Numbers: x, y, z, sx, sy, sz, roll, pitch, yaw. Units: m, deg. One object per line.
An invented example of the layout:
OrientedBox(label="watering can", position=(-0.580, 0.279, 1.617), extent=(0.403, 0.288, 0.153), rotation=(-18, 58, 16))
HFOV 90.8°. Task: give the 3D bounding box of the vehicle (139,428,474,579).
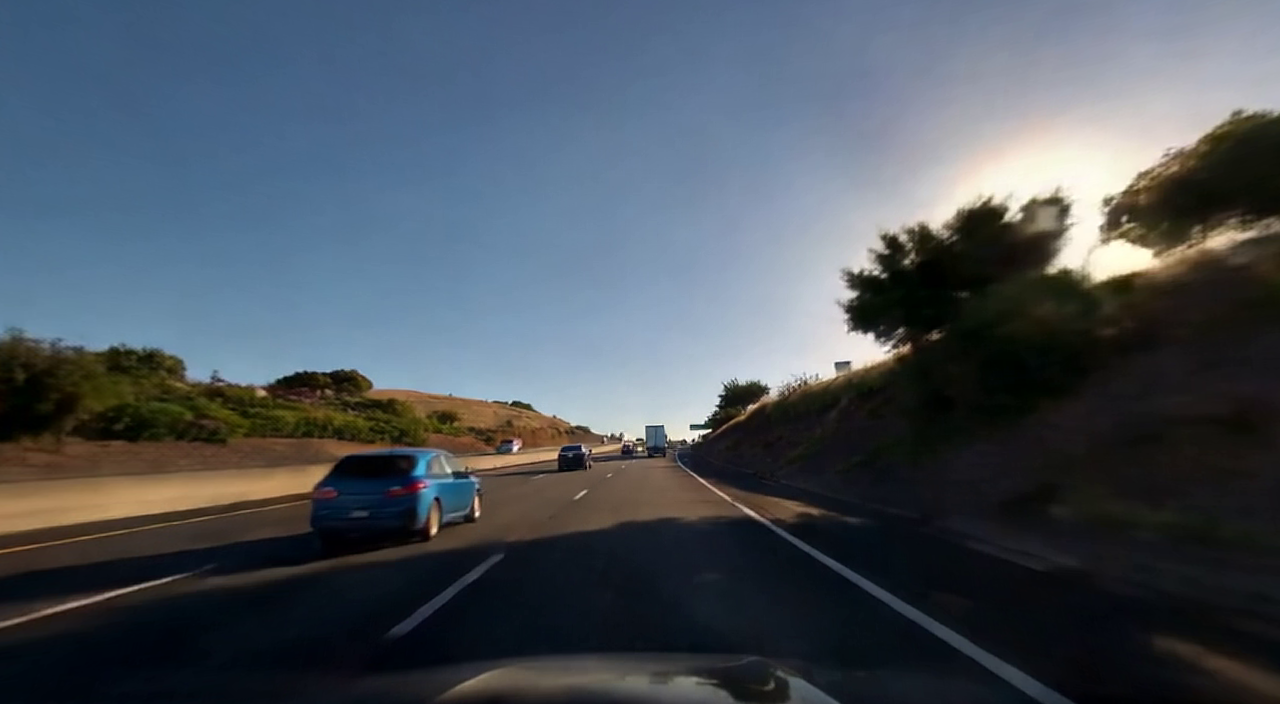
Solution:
OrientedBox(label="vehicle", position=(-3.892, 1.844, 8.488), extent=(2.078, 1.469, 4.371), rotation=(0, -9, 1))

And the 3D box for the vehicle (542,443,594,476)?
OrientedBox(label="vehicle", position=(-3.429, 5.220, 30.809), extent=(1.943, 1.460, 3.961), rotation=(0, -9, 2))
